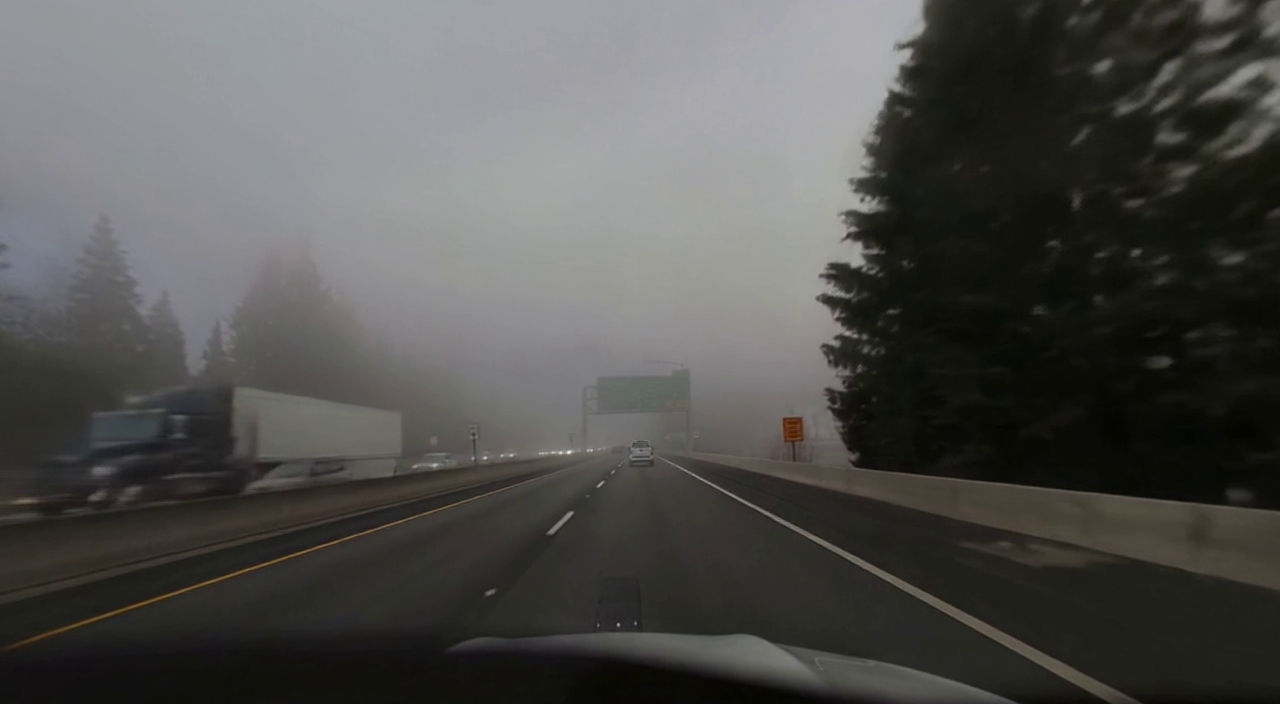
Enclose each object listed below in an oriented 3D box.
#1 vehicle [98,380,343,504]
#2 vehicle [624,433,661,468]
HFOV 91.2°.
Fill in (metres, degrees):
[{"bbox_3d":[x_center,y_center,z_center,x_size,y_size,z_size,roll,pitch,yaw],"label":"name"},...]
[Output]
[{"bbox_3d":[-16.160,3.710,25.663,3.002,4.004,10.140,0,-9,0],"label":"vehicle"},{"bbox_3d":[0.205,6.501,41.294,2.268,2.122,4.595,-1,-9,1],"label":"vehicle"}]
